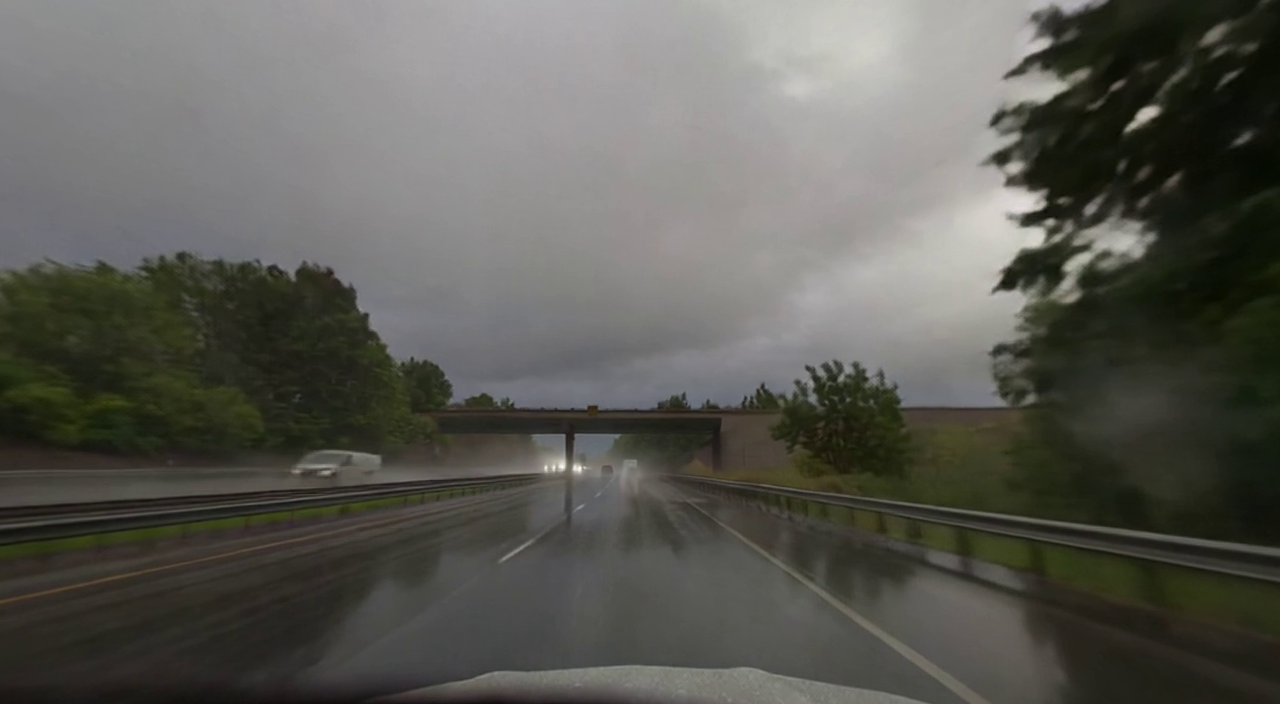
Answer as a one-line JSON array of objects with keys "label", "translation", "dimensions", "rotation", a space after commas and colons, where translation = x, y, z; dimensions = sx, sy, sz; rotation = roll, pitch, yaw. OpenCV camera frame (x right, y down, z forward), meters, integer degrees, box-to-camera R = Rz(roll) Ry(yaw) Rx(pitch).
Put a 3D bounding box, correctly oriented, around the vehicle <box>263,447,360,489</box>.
[{"label": "vehicle", "translation": [-13.292, 4.749, 25.759], "dimensions": [1.815, 1.537, 3.842], "rotation": [1, -11, 0]}]
